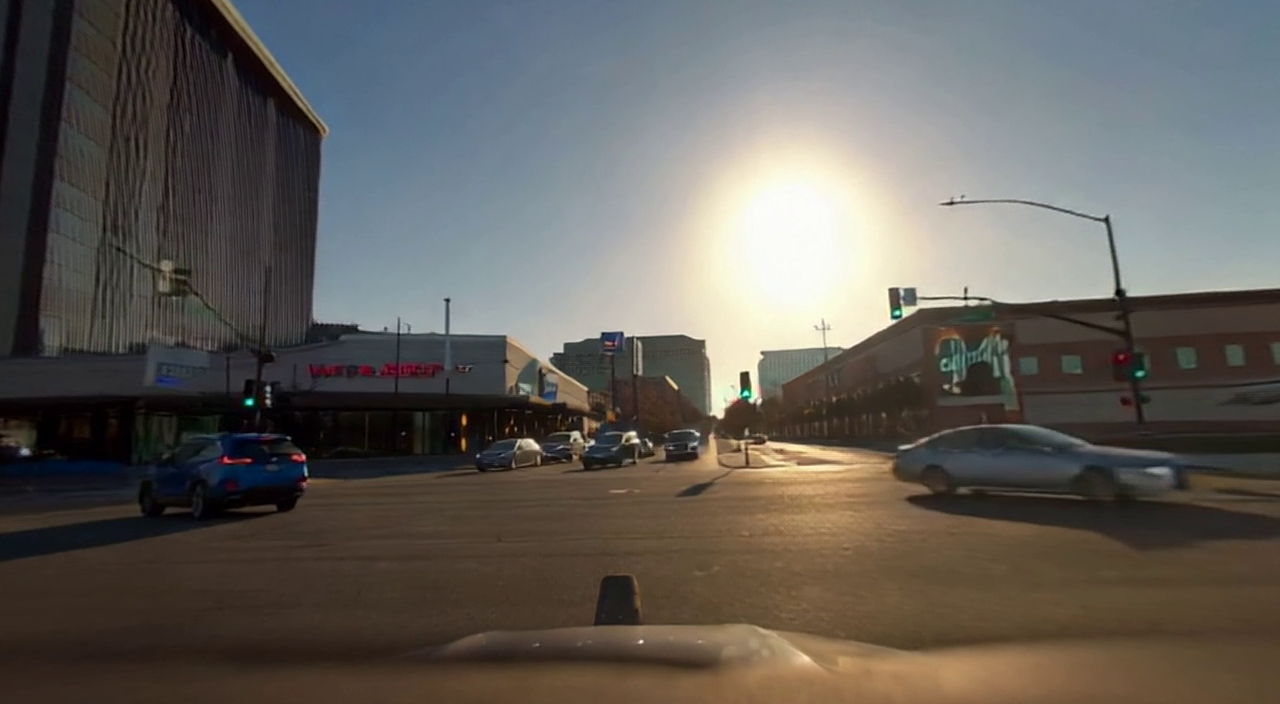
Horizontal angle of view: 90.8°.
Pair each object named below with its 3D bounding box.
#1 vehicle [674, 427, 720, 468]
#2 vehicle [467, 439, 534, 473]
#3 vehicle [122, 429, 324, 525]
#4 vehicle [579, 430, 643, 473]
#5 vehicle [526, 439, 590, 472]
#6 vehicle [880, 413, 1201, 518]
[{"bbox_3d":[2.943,4.893,32.588,2.160,1.948,4.784,-1,-8,6],"label":"vehicle"},{"bbox_3d":[-7.179,5.369,32.987,2.005,1.596,4.342,-2,-8,8],"label":"vehicle"},{"bbox_3d":[-9.272,2.640,13.967,4.445,1.762,2.238,-7,-10,36],"label":"vehicle"},{"bbox_3d":[-1.238,4.551,29.072,2.162,1.788,4.602,-2,-8,8],"label":"vehicle"},{"bbox_3d":[-4.058,5.170,31.877,2.163,1.529,4.210,-2,-8,8],"label":"vehicle"},{"bbox_3d":[7.474,2.114,12.315,2.142,1.607,4.733,6,-10,-38],"label":"vehicle"}]
